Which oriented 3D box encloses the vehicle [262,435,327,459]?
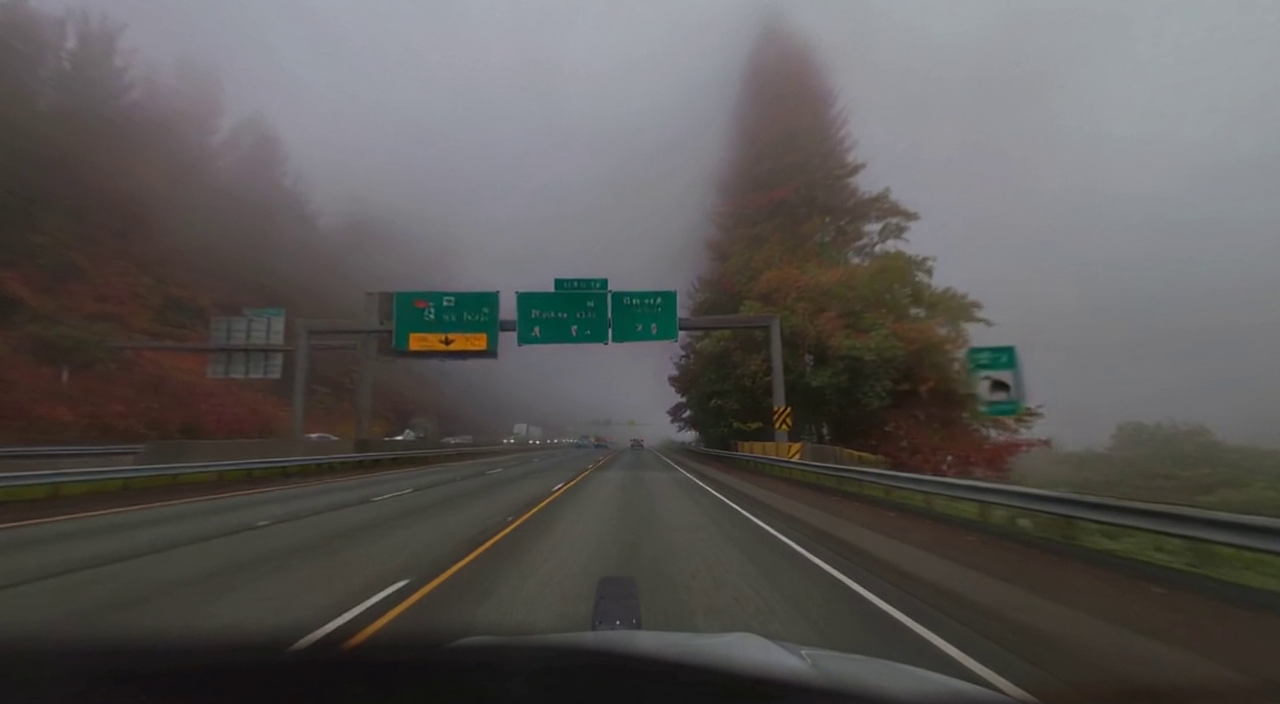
[{"bbox_3d":[-23.993,6.591,43.853,1.881,1.546,4.419,0,-8,2],"label":"vehicle"}]
